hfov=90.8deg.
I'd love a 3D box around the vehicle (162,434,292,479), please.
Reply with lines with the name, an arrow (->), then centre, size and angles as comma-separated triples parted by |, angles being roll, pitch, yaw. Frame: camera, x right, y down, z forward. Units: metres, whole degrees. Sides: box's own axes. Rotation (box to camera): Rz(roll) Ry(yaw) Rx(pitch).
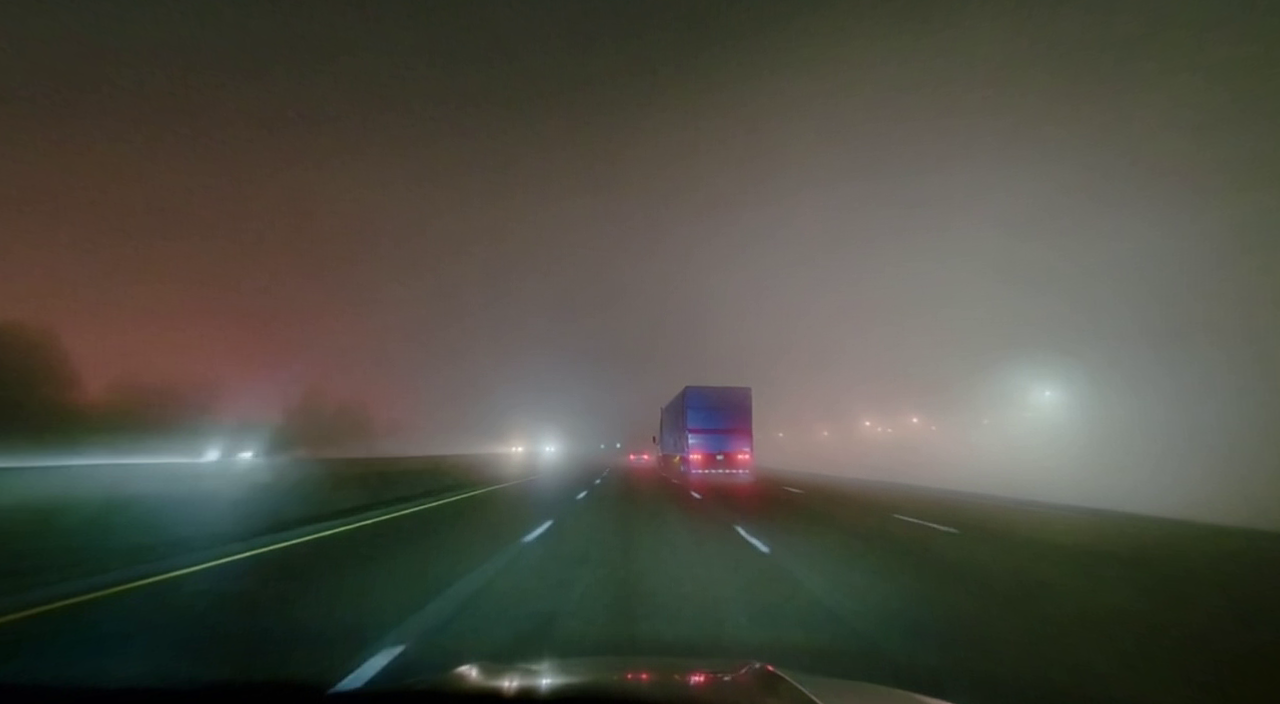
vehicle -> -14.639, 3.733, 22.677 | 1.805, 1.466, 4.228 | 0, -9, 0

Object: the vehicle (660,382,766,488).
vehicle -> 3.133, 4.550, 33.221 | 3.462, 4.177, 16.311 | 0, -9, -1
